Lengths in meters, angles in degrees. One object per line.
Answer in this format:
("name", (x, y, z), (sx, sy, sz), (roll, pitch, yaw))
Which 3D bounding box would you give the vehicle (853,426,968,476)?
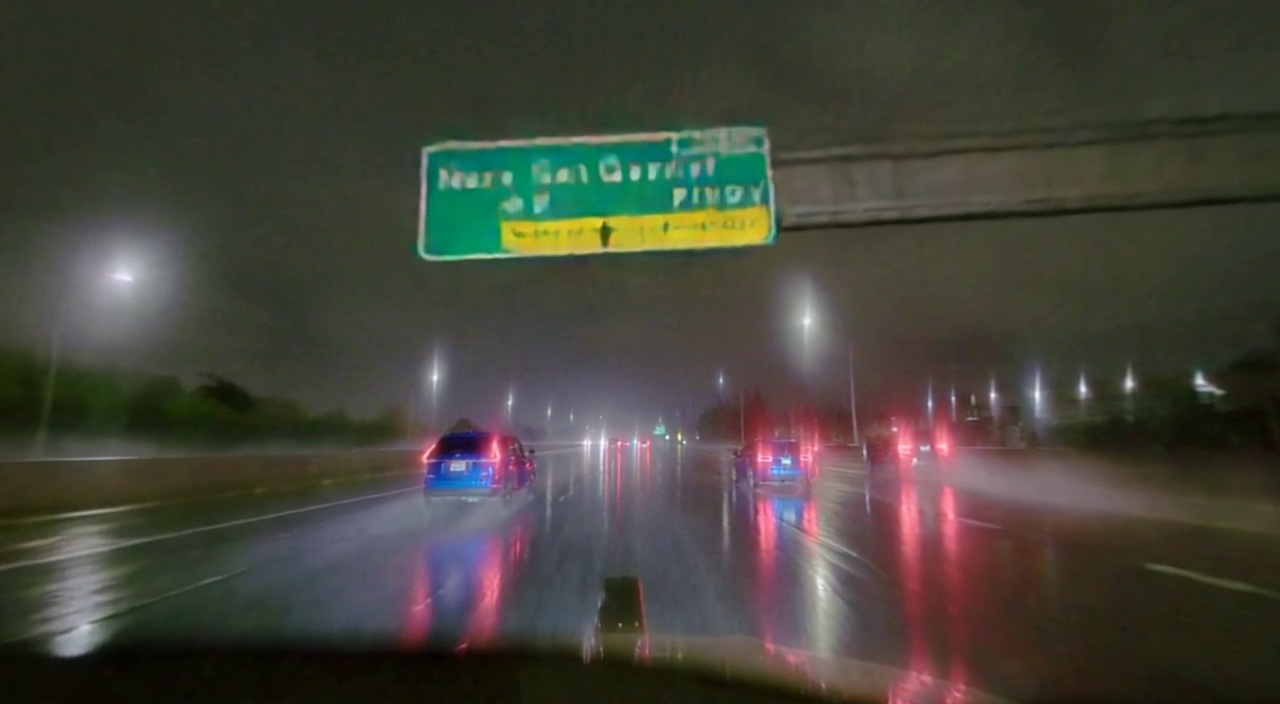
("vehicle", (11.185, 4.163, 26.707), (2.223, 1.865, 5.704), (0, -8, -1))

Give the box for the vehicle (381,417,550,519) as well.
("vehicle", (-3.339, 2.335, 13.209), (2.193, 1.746, 4.512), (0, -8, 0))

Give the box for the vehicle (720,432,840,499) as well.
("vehicle", (3.622, 3.051, 17.397), (2.107, 1.550, 4.949), (0, -8, -1))
